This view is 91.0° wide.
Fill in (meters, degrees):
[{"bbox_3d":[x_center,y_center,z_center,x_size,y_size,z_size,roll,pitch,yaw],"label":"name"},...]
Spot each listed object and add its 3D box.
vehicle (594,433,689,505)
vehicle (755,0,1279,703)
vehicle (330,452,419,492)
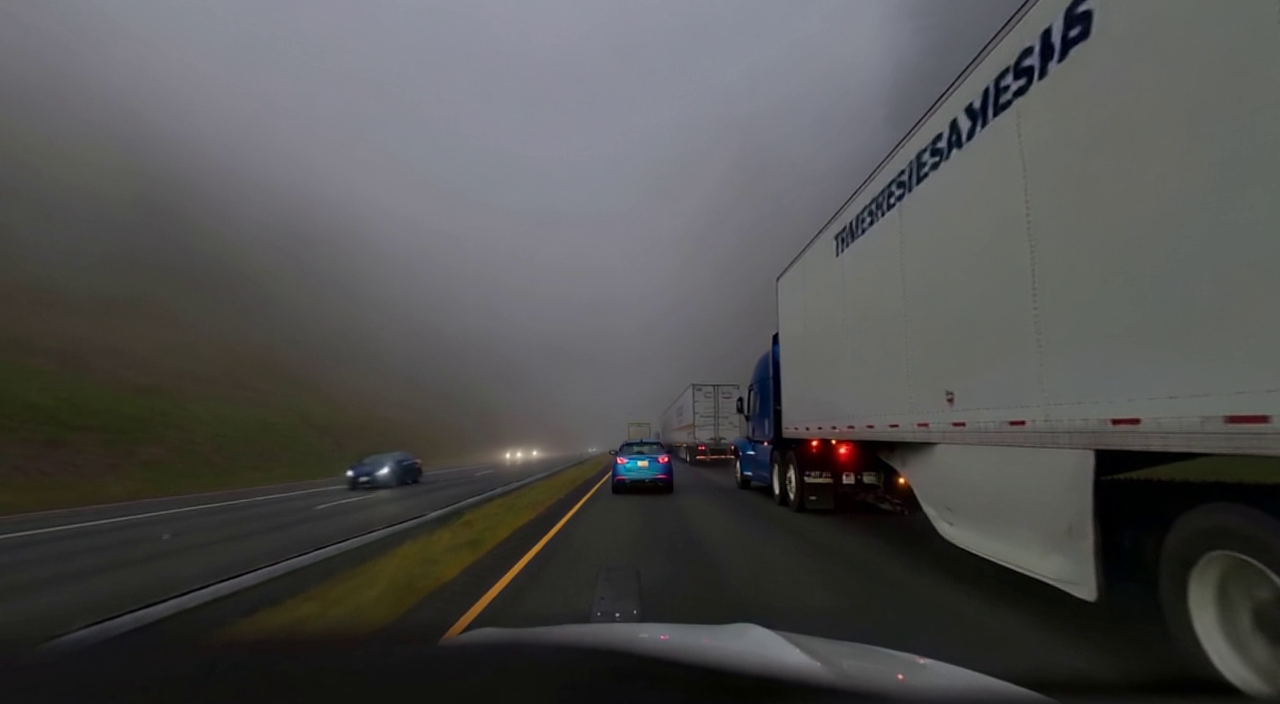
[{"bbox_3d":[0.008,2.785,15.445,2.045,1.507,3.763,-1,-8,-1],"label":"vehicle"},{"bbox_3d":[4.384,0.041,6.495,3.410,4.438,14.410,0,-8,-1],"label":"vehicle"},{"bbox_3d":[-11.169,5.040,26.855,1.951,1.464,4.370,-1,-8,-1],"label":"vehicle"}]
